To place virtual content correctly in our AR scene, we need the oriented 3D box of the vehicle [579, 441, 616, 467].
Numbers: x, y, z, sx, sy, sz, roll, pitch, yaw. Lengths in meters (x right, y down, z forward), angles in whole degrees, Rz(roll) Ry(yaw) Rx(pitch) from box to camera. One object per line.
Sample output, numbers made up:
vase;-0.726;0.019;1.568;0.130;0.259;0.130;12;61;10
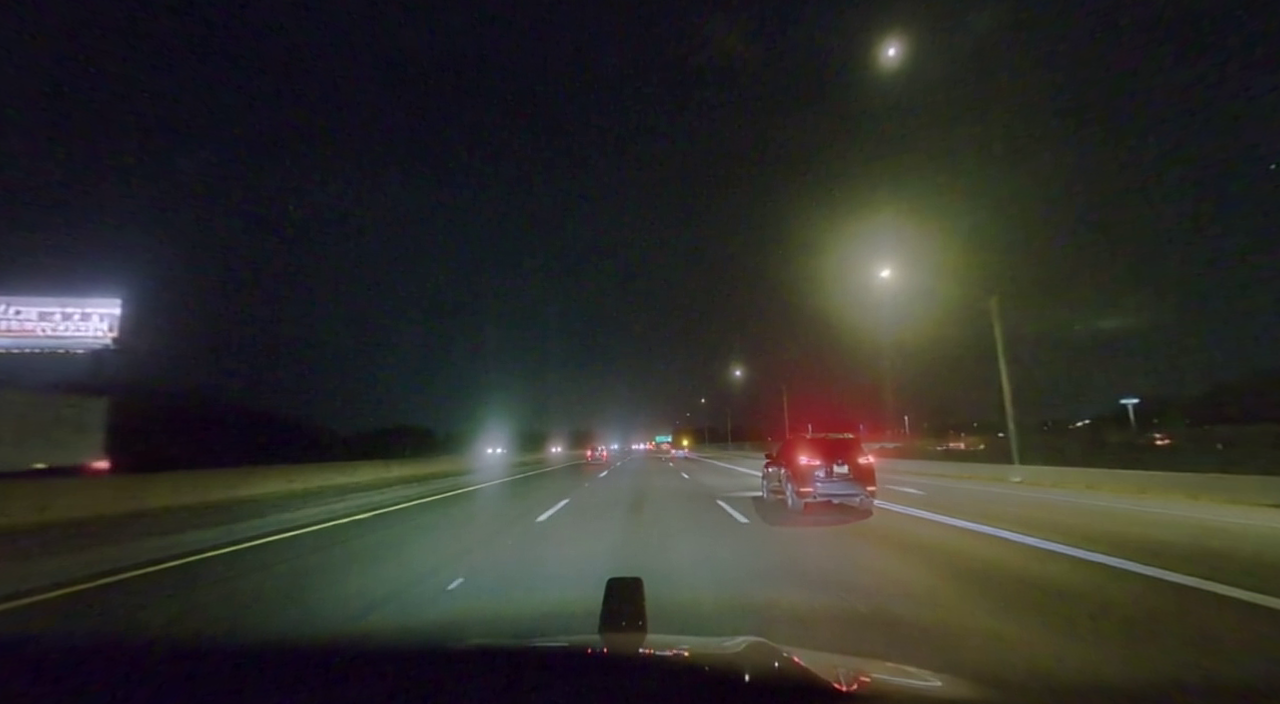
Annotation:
vehicle;-2.969;7.208;44.714;2.319;1.738;4.355;0;-8;0
